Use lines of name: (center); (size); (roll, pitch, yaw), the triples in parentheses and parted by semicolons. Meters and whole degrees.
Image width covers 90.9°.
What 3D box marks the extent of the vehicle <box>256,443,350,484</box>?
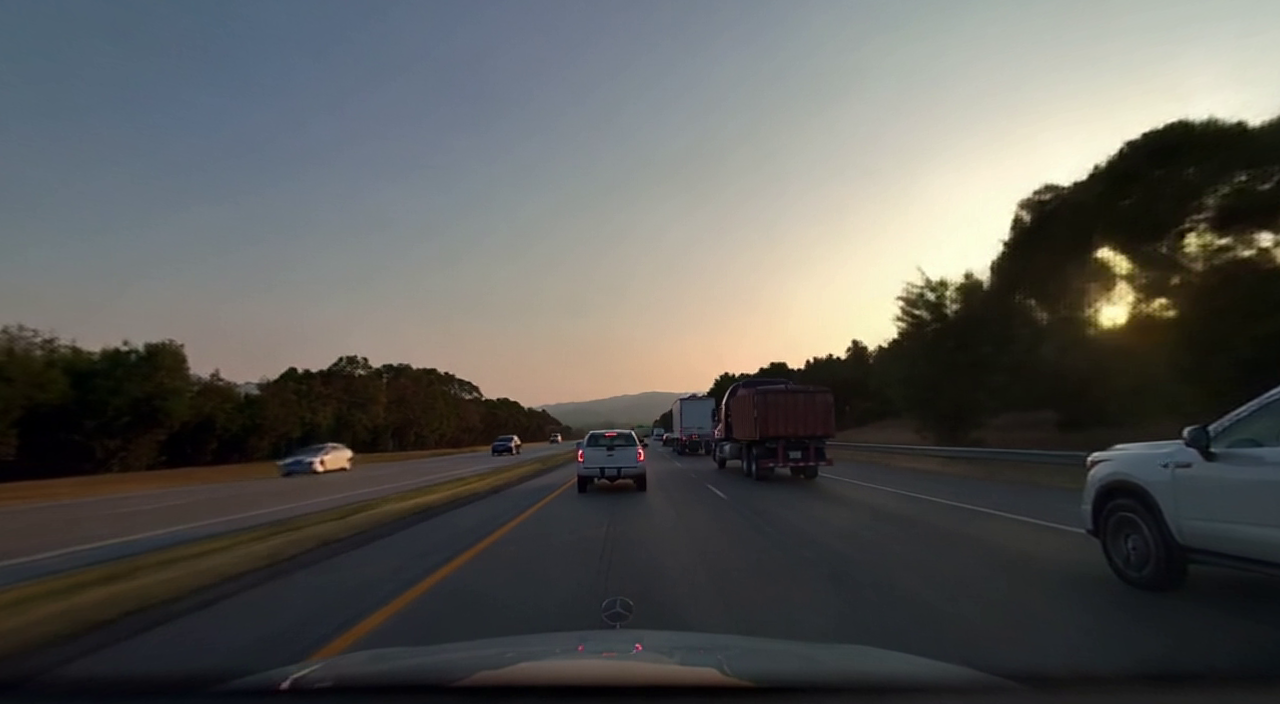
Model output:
vehicle: (-13.513, 4.453, 25.530); (1.787, 1.453, 3.660); (0, -8, 0)

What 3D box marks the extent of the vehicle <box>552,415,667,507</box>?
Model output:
vehicle: (-0.571, 2.250, 13.530); (2.082, 1.638, 4.055); (0, -8, -1)

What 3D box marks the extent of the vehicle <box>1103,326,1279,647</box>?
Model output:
vehicle: (4.830, 0.722, 3.157); (2.011, 1.905, 3.905); (0, -7, 1)

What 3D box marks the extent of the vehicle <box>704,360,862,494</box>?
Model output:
vehicle: (3.653, 2.238, 18.571); (2.723, 3.027, 8.478); (0, -7, 0)
